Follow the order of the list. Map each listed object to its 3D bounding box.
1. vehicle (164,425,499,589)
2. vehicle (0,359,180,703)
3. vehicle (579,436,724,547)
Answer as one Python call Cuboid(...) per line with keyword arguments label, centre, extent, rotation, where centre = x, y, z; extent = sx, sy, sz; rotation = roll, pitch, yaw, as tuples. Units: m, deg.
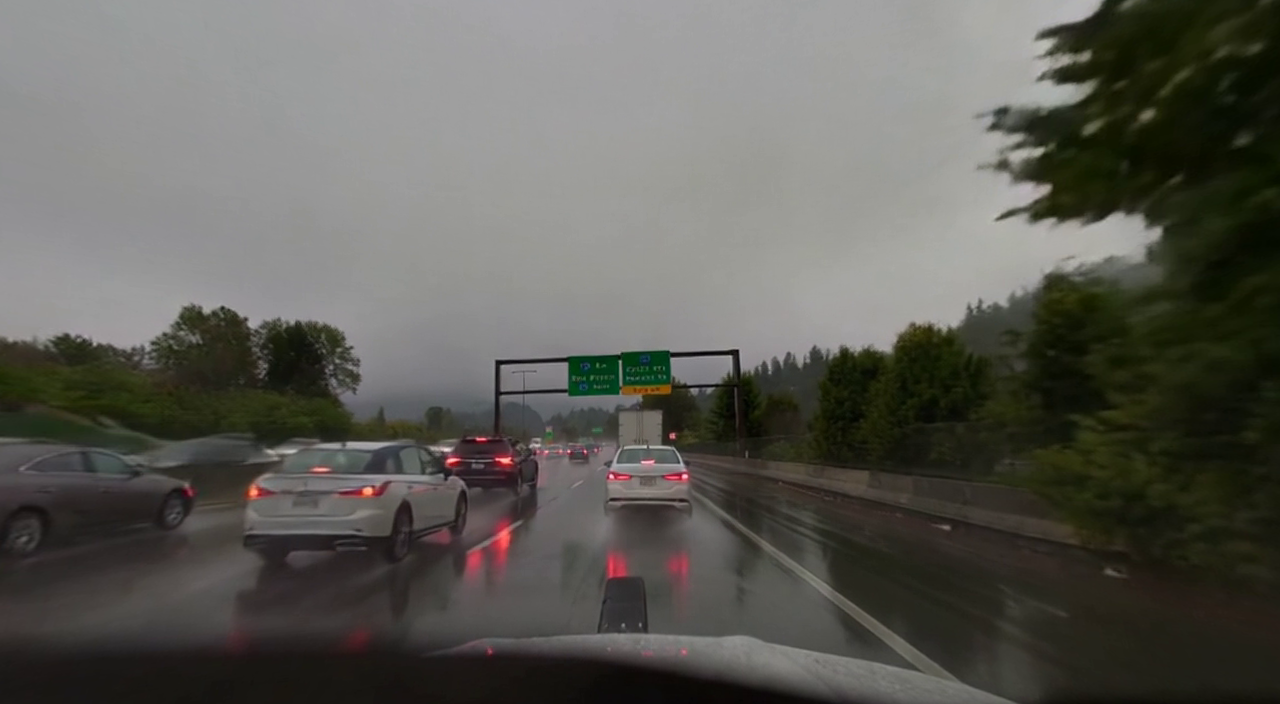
Cuboid(label="vehicle", centre=(-3.336, 1.761, 8.017), extent=(1.980, 1.491, 4.340), rotation=(0, -9, 1))
Cuboid(label="vehicle", centre=(-3.661, 0.663, 1.285), extent=(2.165, 1.638, 4.317), rotation=(0, -9, 0))
Cuboid(label="vehicle", centre=(0.161, 2.178, 10.396), extent=(1.995, 1.495, 3.380), rotation=(0, -9, 0))
